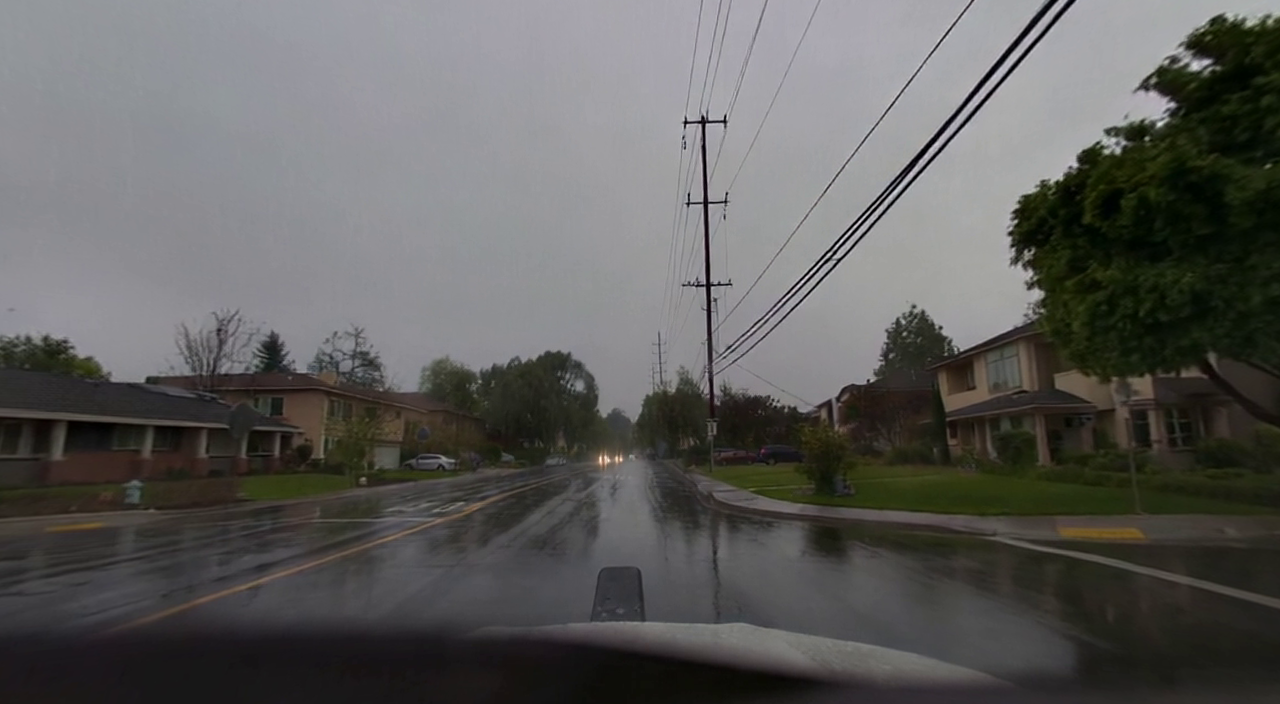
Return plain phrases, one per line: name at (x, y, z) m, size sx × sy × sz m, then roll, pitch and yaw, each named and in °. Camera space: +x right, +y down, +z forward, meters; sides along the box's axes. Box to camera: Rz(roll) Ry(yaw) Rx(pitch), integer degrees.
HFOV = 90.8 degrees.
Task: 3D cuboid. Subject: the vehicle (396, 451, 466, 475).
vehicle at (-15.672, 8.336, 47.487) m, size 4.500 × 1.714 × 1.924 m, roll -1°, pitch -9°, yaw 6°
